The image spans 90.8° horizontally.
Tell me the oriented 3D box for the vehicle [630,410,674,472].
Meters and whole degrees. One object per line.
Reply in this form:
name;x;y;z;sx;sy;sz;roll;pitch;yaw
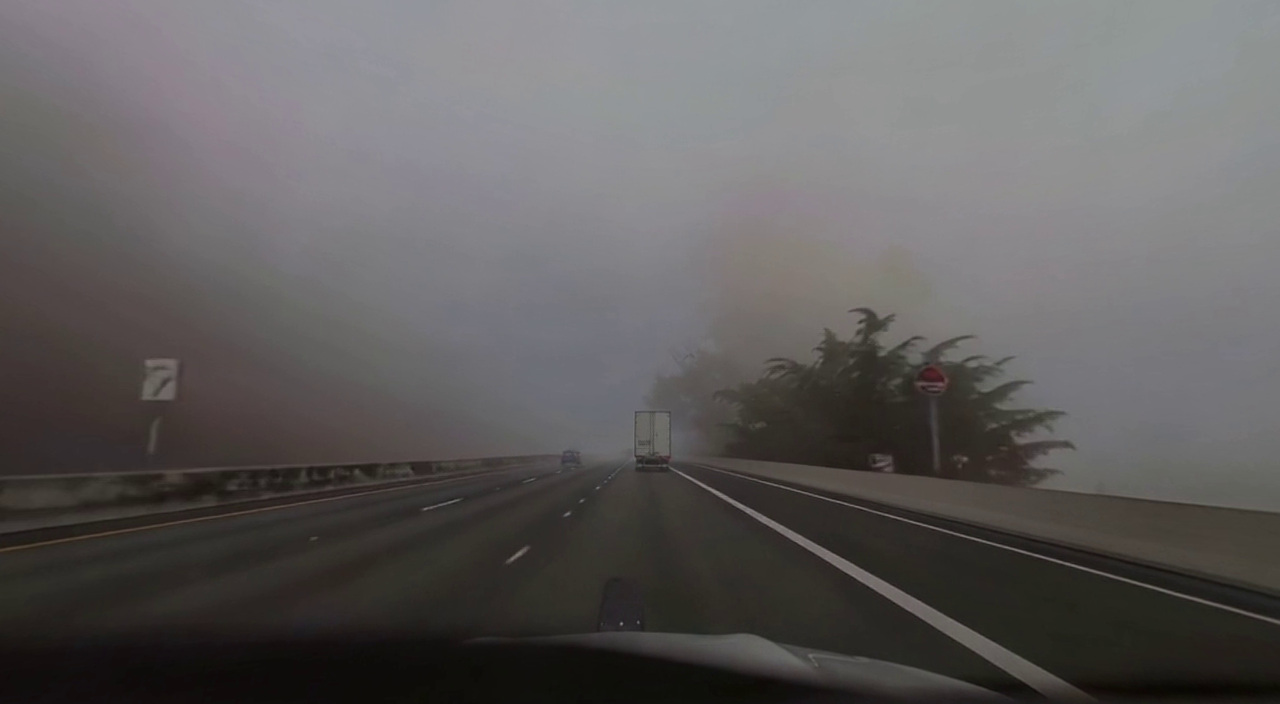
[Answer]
vehicle;0.784;7.044;49.000;2.901;4.032;14.338;0;-9;0
